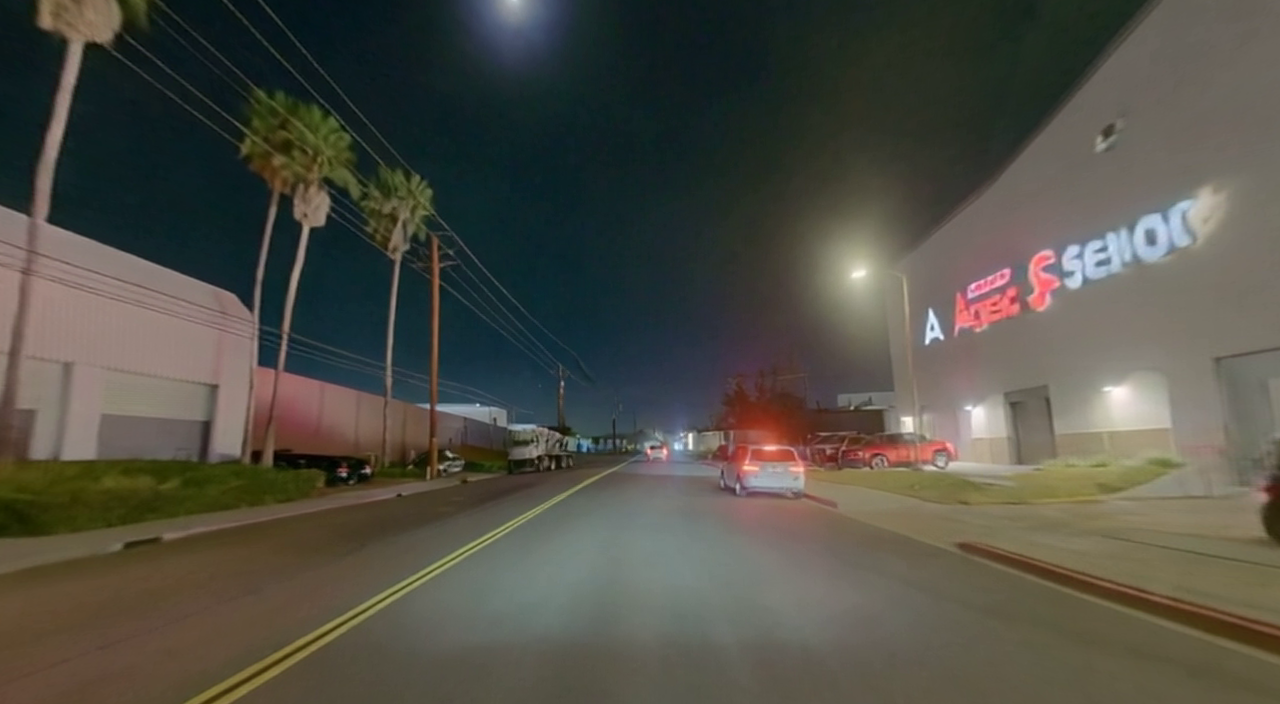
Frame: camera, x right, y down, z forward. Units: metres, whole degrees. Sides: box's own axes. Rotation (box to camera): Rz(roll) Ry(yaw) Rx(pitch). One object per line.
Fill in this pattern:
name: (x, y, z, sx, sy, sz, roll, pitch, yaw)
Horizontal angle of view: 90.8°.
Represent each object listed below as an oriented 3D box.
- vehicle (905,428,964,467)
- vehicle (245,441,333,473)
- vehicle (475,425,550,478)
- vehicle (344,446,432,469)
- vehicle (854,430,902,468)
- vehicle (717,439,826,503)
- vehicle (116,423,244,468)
vehicle: (15.274, 4.989, 33.041, 2.311, 1.876, 4.987, -3, -9, 20)
vehicle: (-20.417, 6.142, 37.095, 2.152, 1.746, 5.461, 0, -9, -1)
vehicle: (-7.564, 5.997, 38.347, 2.845, 2.738, 7.208, -3, -9, 2)
vehicle: (-16.596, 6.950, 41.725, 4.890, 1.483, 2.055, 0, -9, 3)
vehicle: (12.659, 5.115, 33.412, 2.159, 1.840, 4.404, -3, -9, 22)
vehicle: (3.647, 3.389, 18.463, 2.111, 1.611, 4.576, 0, -9, -1)
vehicle: (-35.728, 7.301, 49.204, 7.633, 3.371, 2.994, -1, -9, 4)
